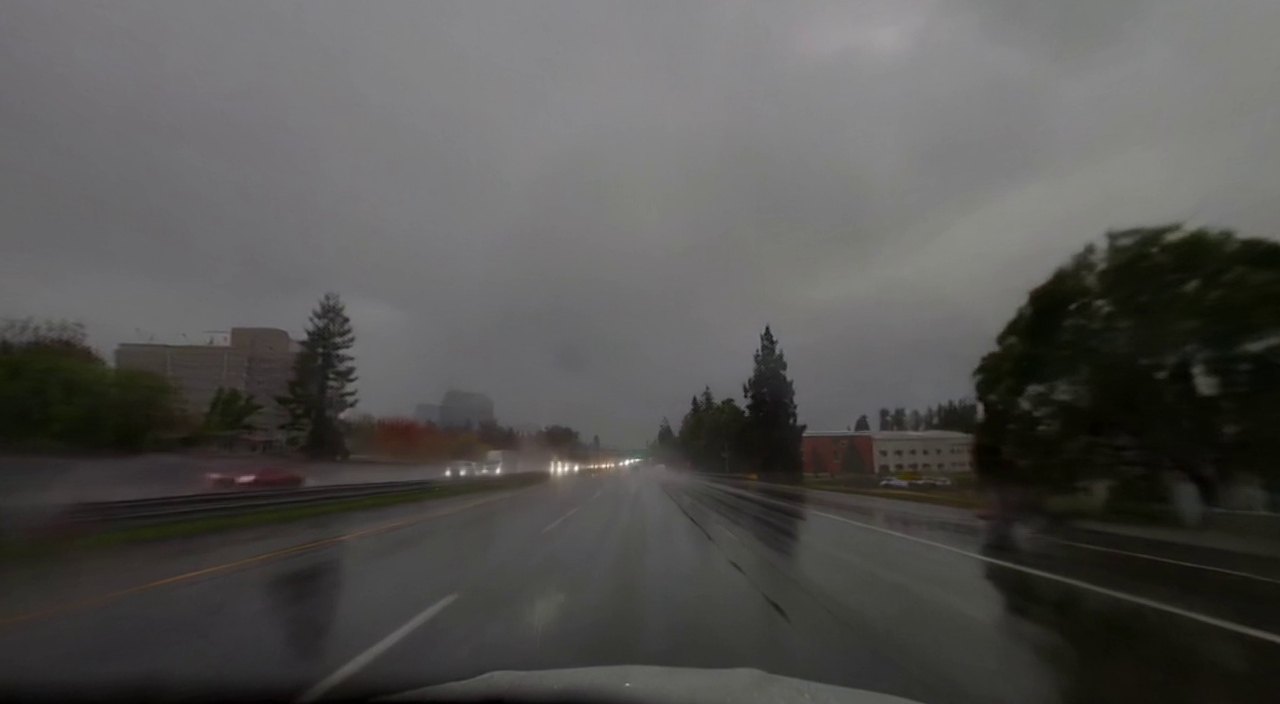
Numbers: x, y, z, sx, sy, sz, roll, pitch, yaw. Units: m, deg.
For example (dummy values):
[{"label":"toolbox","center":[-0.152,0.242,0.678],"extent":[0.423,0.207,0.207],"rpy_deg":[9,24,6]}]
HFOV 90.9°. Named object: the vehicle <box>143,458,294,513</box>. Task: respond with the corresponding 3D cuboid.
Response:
[{"label":"vehicle","center":[-12.781,4.068,19.461],"extent":[1.866,1.469,3.952],"rpy_deg":[1,-10,0]}]
